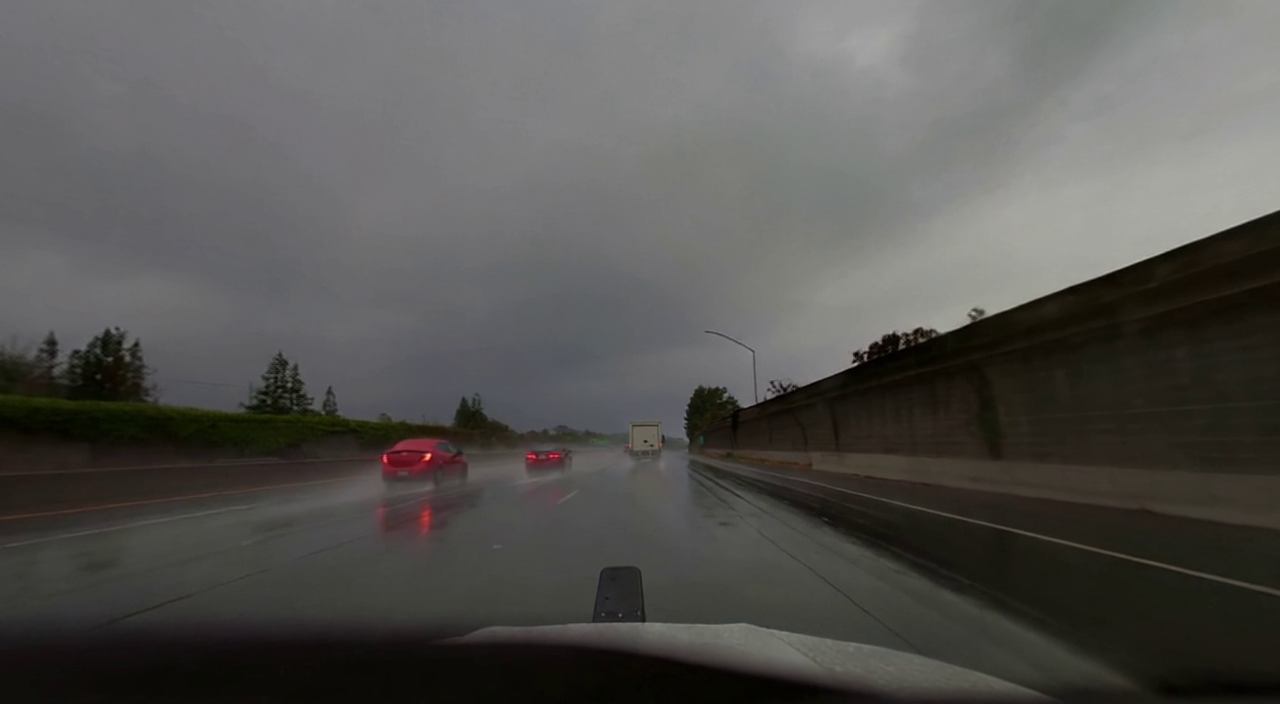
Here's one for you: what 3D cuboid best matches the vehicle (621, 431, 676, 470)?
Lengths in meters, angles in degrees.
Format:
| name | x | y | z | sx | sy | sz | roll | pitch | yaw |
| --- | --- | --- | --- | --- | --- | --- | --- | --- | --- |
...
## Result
| name | x | y | z | sx | sy | sz | roll | pitch | yaw |
| --- | --- | --- | --- | --- | --- | --- | --- | --- | --- |
| vehicle | 0.409 | 5.486 | 35.051 | 2.856 | 1.994 | 4.931 | 0 | -9 | -1 |

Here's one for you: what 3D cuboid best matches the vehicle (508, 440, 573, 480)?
| name | x | y | z | sx | sy | sz | roll | pitch | yaw |
| --- | --- | --- | --- | --- | --- | --- | --- | --- | --- |
| vehicle | -4.054 | 4.456 | 26.304 | 2.000 | 1.512 | 4.371 | 0 | -9 | 0 |

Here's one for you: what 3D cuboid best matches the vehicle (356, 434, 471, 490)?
| name | x | y | z | sx | sy | sz | roll | pitch | yaw |
| --- | --- | --- | --- | --- | --- | --- | --- | --- | --- |
| vehicle | -7.528 | 3.699 | 21.545 | 2.189 | 1.673 | 4.699 | 0 | -9 | 0 |
